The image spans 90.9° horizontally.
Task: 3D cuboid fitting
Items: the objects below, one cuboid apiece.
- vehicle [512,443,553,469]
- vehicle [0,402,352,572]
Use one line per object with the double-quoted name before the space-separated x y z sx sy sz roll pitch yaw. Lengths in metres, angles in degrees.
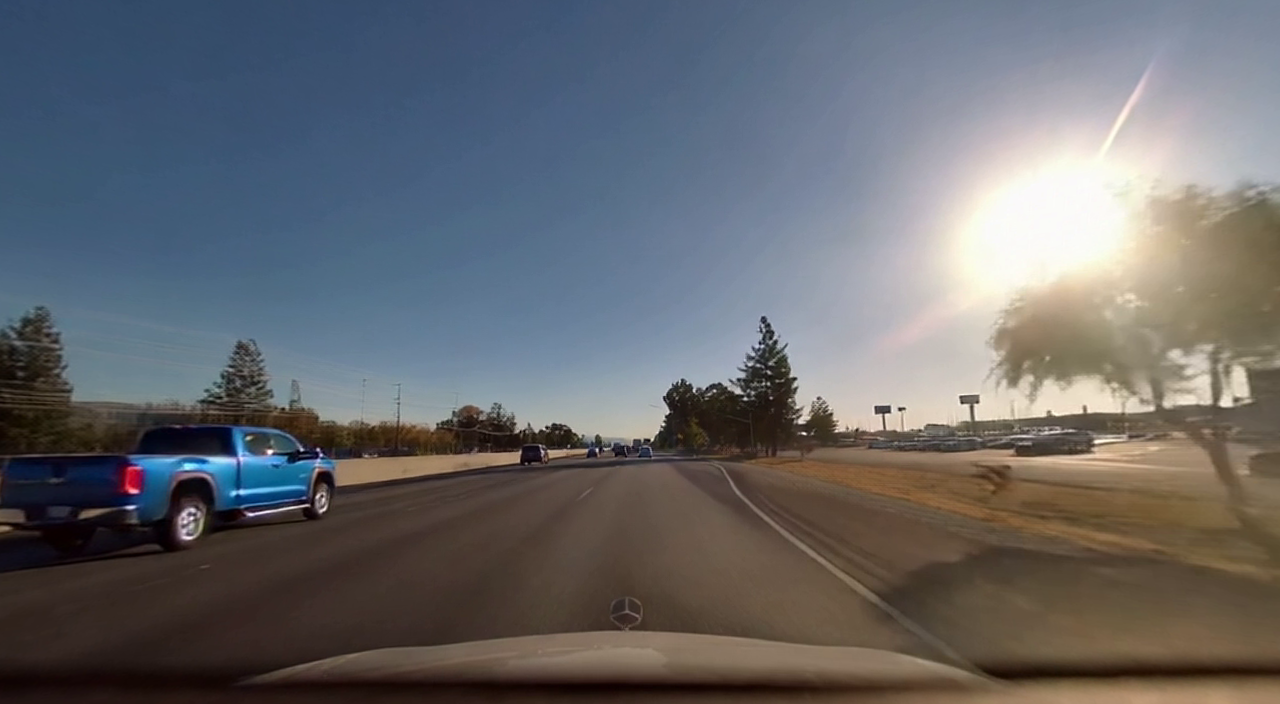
"vehicle" -7.338 7.143 43.575 2.021 1.699 4.324 0 -8 1
"vehicle" -7.169 1.960 10.195 2.156 1.911 5.956 0 -8 0
